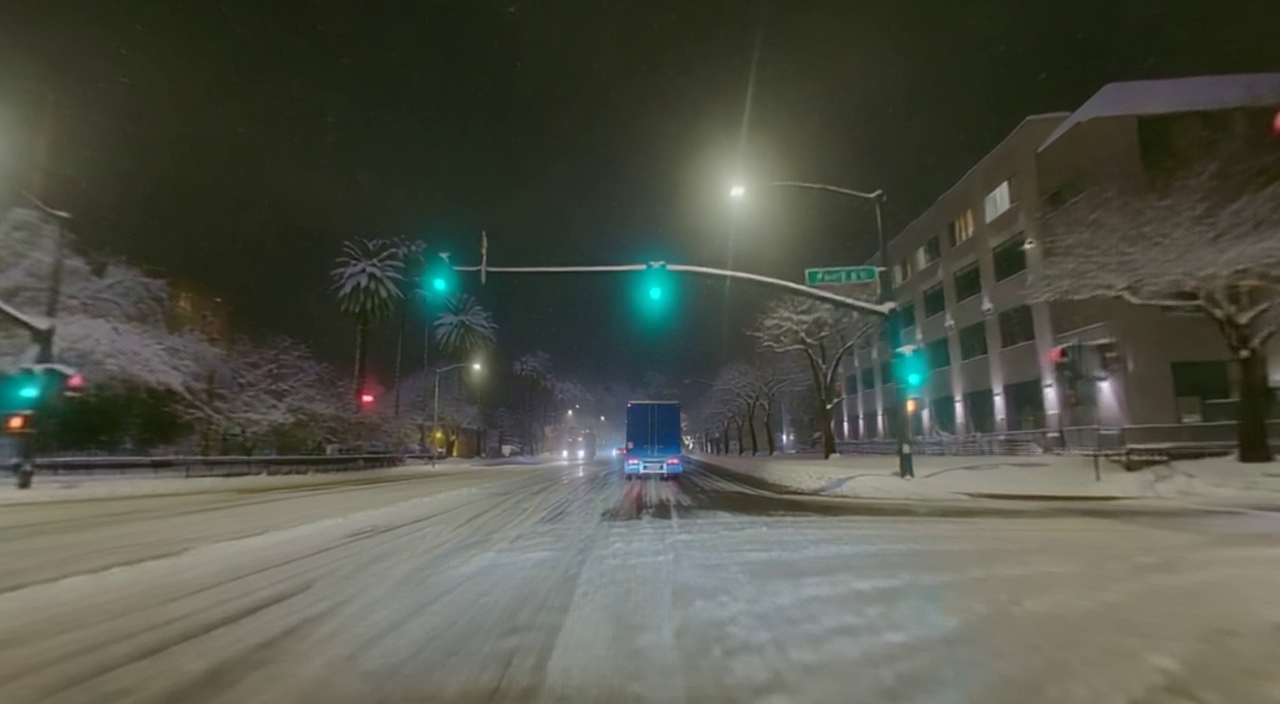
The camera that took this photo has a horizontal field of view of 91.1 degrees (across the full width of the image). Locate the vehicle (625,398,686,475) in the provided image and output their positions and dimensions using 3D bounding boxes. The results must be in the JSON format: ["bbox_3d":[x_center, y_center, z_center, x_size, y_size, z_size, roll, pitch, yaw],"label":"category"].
[{"bbox_3d":[0.672,5.224,38.147,2.992,3.949,11.815,0,-9,-2],"label":"vehicle"}]

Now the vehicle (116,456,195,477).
[{"bbox_3d":[-36.179,8.530,46.903,4.392,1.472,1.854,0,-9,2],"label":"vehicle"}]

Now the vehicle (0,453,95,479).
[{"bbox_3d":[-36.311,6.969,38.435,4.069,1.505,1.980,0,-9,3],"label":"vehicle"}]
